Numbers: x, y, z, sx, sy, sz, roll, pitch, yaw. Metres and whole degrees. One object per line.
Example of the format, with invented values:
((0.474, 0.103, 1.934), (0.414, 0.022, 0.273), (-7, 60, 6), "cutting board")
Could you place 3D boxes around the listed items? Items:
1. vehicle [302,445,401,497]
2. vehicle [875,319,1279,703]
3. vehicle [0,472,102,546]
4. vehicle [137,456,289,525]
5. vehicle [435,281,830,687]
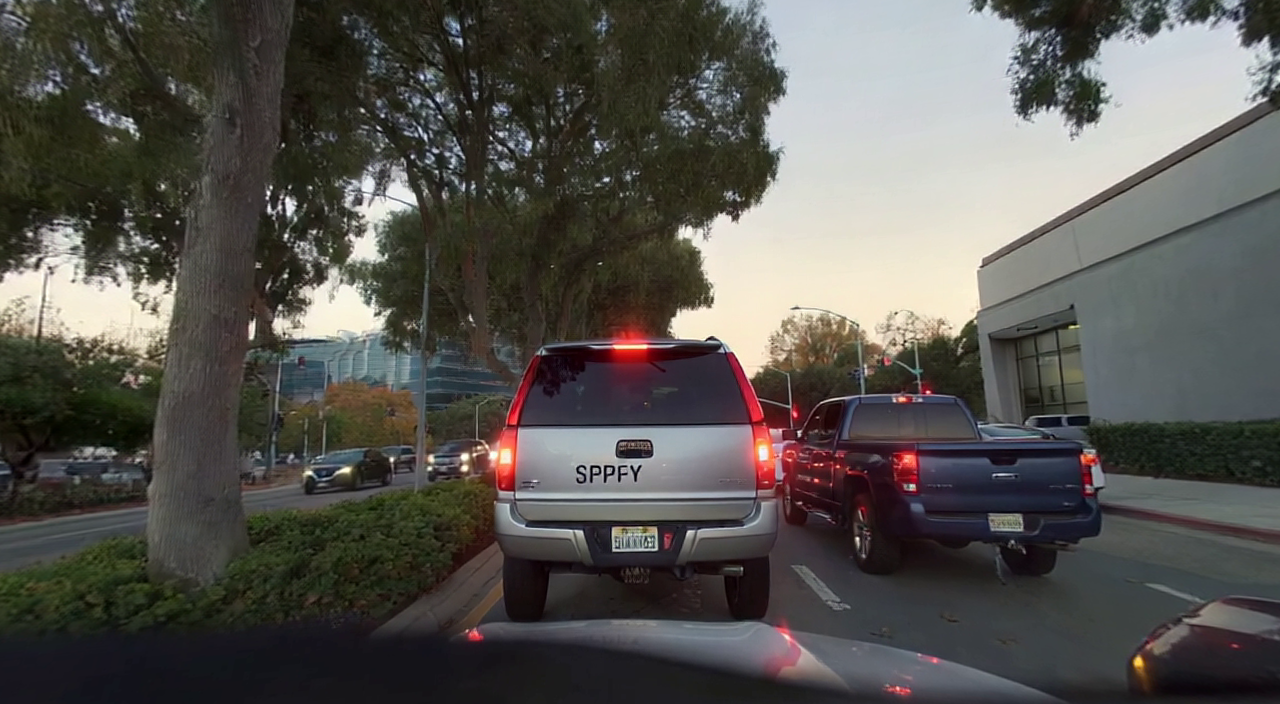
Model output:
((-12.506, 5.148, 27.753), (2.111, 1.917, 4.758), (-4, -9, 1), "vehicle")
((3.086, 0.986, 3.497), (2.022, 1.700, 4.410), (0, -8, 3), "vehicle")
((-17.068, 3.993, 15.928), (2.317, 1.711, 4.837), (-1, -9, 8), "vehicle")
((-16.220, 5.214, 24.374), (2.637, 2.293, 4.494), (0, -8, 0), "vehicle")
((0.013, 1.055, 5.942), (2.267, 2.372, 4.366), (0, -8, 2), "vehicle")
